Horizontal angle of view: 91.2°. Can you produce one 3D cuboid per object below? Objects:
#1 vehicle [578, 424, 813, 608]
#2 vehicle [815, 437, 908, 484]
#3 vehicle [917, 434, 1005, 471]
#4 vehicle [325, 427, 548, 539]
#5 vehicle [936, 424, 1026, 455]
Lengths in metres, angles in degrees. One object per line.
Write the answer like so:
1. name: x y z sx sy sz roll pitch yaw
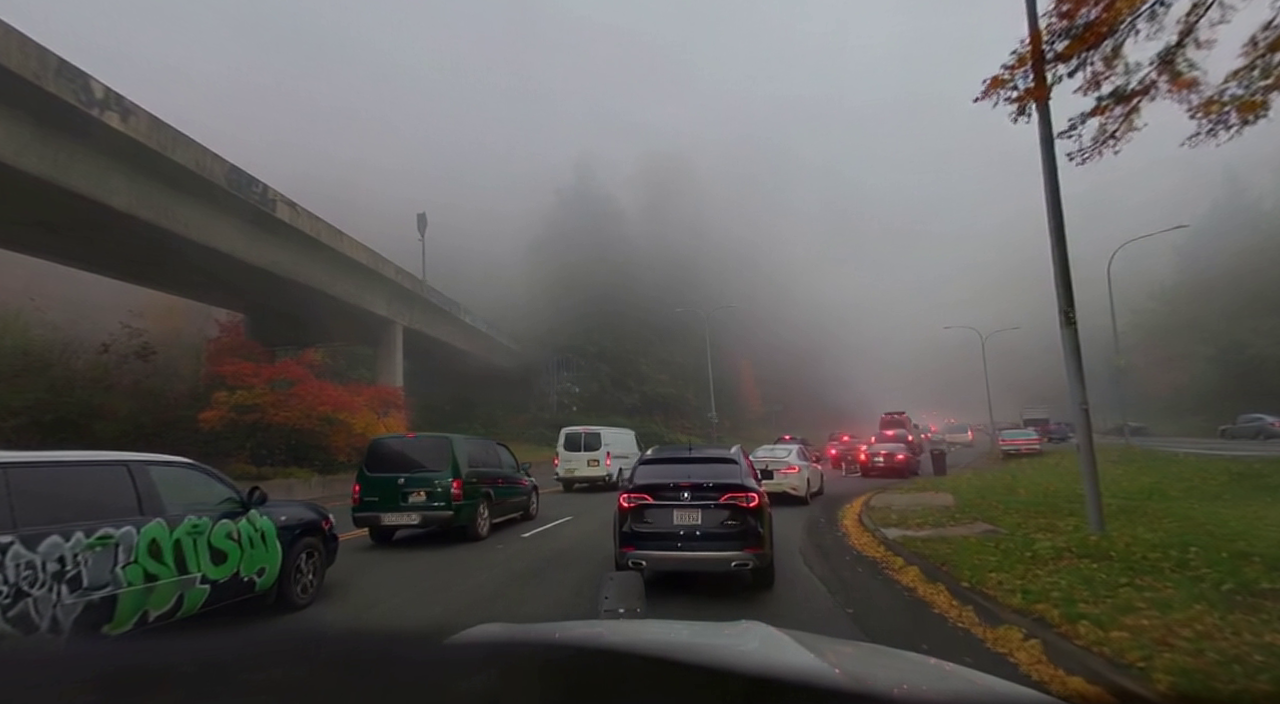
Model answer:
1. vehicle: 0.903 1.695 7.342 2.064 1.515 3.722 -3 -9 15
2. vehicle: 7.765 3.729 21.783 1.780 1.446 3.902 -7 -11 38
3. vehicle: 14.178 4.420 27.629 3.934 1.485 1.763 6 -11 -36
4. vehicle: -3.235 2.179 10.992 1.921 1.554 4.081 -2 -9 11
5. vehicle: 19.166 4.937 35.234 4.309 1.613 1.909 3 -9 -18
